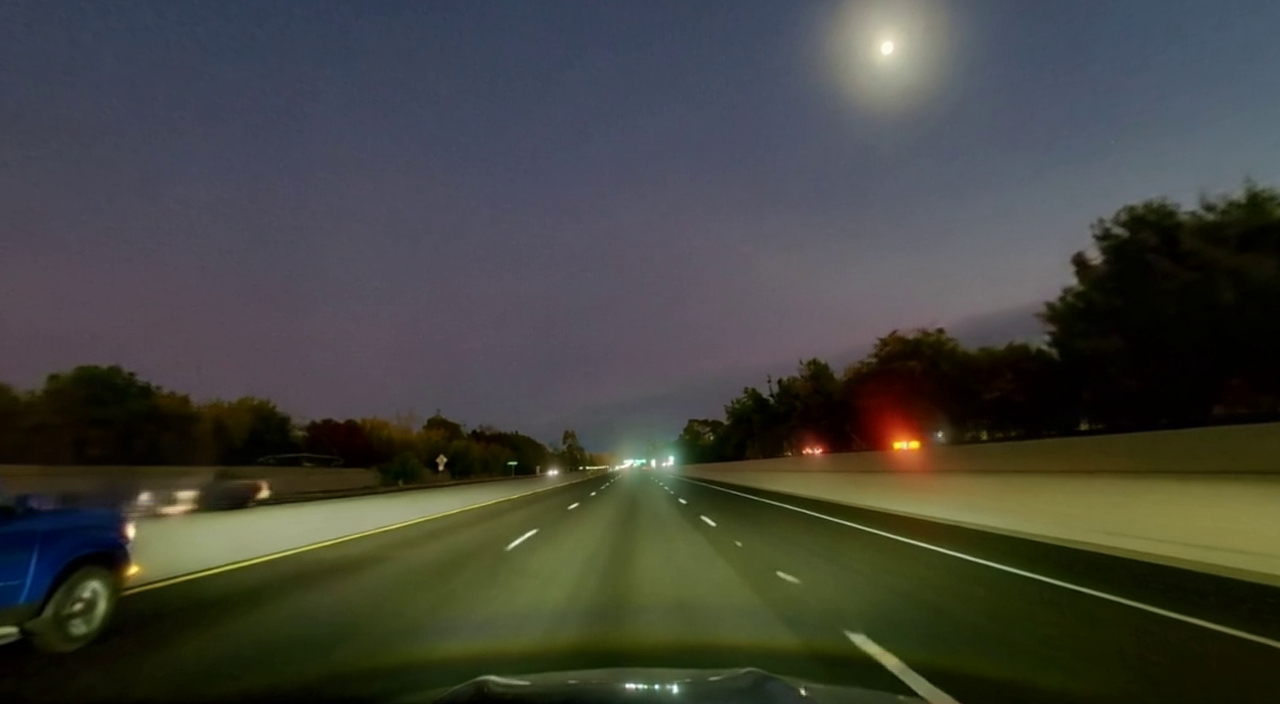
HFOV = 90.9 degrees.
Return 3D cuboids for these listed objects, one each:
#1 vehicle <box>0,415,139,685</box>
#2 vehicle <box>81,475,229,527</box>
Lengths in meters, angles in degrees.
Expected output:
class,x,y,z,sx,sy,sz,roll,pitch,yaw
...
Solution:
class,x,y,z,sx,sy,sz,roll,pitch,yaw
vehicle,-4.622,0.927,2.503,1.914,1.534,4.015,1,-10,-1
vehicle,-16.518,5.072,21.777,1.847,1.527,4.084,1,-10,-1
